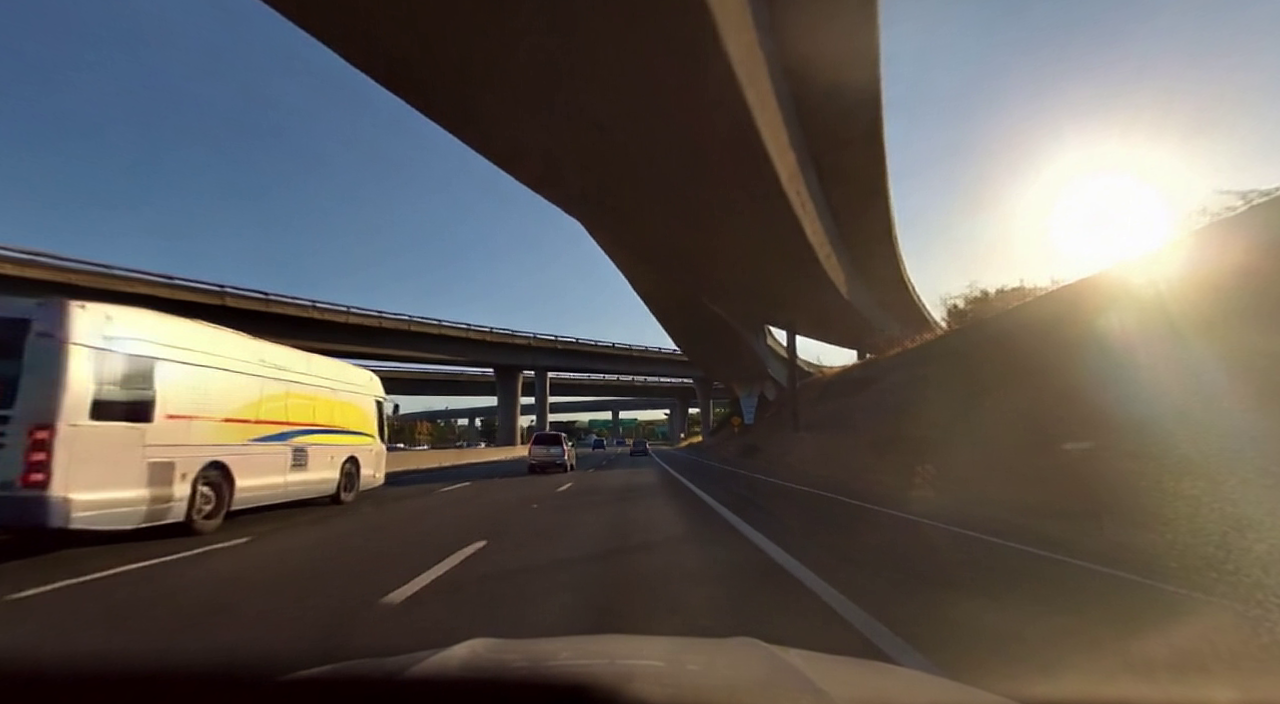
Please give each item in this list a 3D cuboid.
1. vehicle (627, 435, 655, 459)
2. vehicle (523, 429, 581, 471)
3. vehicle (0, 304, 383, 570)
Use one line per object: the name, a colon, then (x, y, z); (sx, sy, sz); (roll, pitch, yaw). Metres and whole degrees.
vehicle: (0.024, 7.212, 47.816); (2.052, 1.711, 4.223); (0, -8, -1)
vehicle: (-4.292, 4.874, 31.510); (2.147, 1.918, 4.834); (0, -8, 1)
vehicle: (-7.570, 1.476, 10.856); (2.872, 2.890, 7.923); (0, -9, 0)
